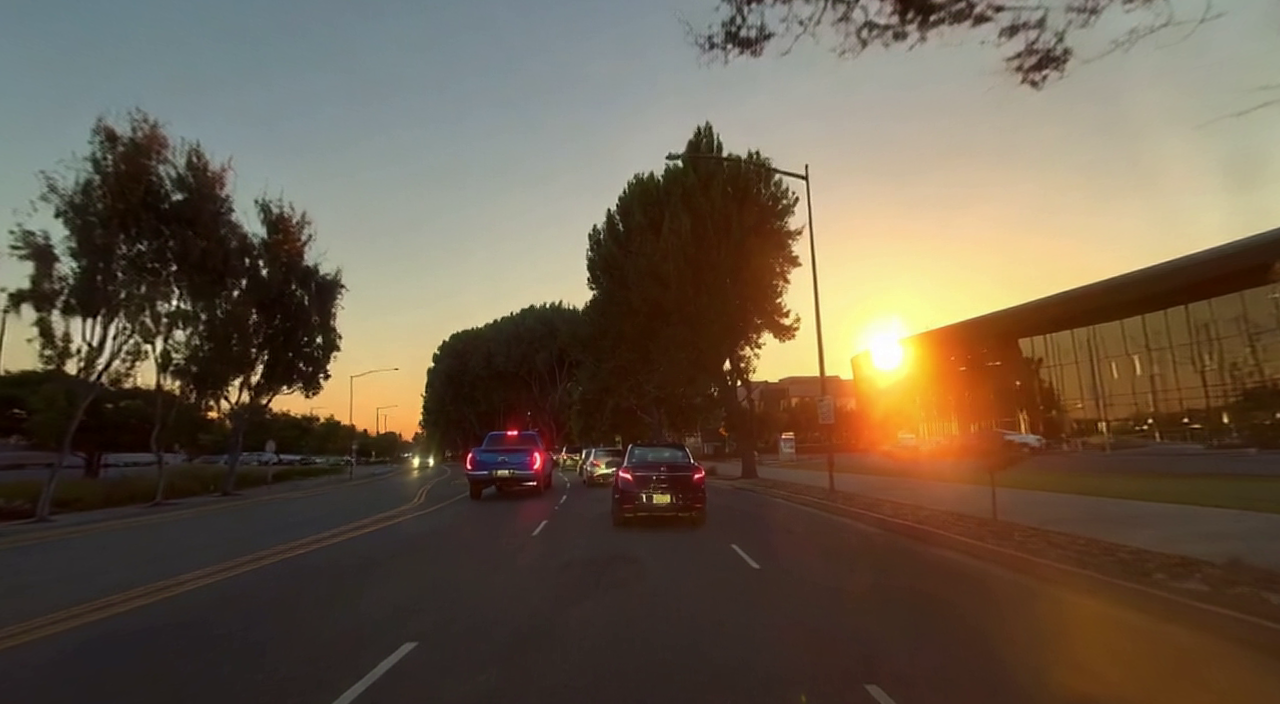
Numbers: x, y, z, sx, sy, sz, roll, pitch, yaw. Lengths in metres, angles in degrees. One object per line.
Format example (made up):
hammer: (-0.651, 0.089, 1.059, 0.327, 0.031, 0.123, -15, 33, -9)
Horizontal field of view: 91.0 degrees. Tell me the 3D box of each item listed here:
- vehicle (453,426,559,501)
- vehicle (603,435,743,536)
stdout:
vehicle: (-3.987, 3.466, 19.922, 2.512, 1.992, 5.725, 1, -9, -5)
vehicle: (0.399, 2.382, 11.796, 2.142, 1.528, 4.133, 1, -9, -3)
